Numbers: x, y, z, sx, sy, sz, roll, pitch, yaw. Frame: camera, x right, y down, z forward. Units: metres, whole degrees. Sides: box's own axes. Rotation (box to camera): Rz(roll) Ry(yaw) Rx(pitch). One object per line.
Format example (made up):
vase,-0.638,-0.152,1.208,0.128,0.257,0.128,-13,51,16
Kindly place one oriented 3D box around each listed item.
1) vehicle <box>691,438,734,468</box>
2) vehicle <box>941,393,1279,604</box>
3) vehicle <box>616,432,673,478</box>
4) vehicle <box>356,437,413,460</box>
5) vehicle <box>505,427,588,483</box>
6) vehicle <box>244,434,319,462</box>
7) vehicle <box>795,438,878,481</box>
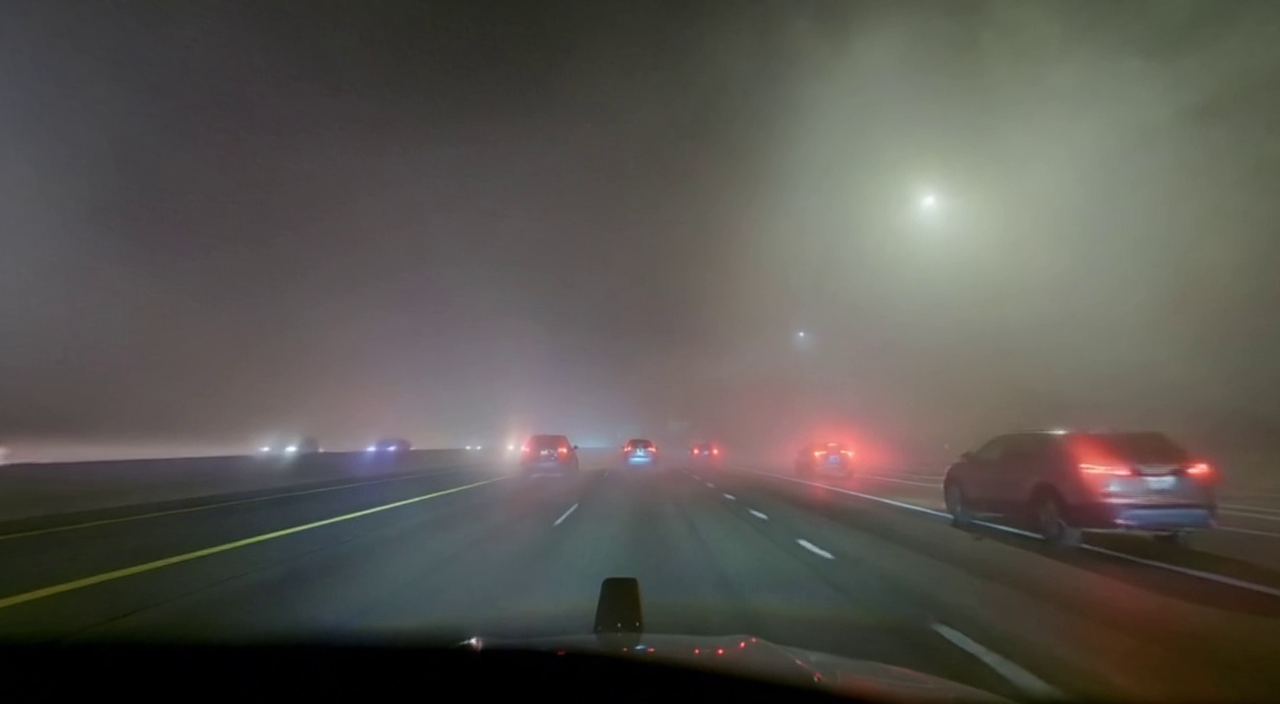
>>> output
vehicle,4.312,6.119,38.133,2.022,1.682,4.226,1,-9,-1
vehicle,5.675,1.520,7.421,2.041,1.669,4.712,0,-9,2
vehicle,0.188,4.228,26.134,2.181,1.728,3.970,0,-9,0
vehicle,-18.039,6.844,44.734,1.992,1.524,4.843,0,-9,1
vehicle,-3.219,3.678,22.782,2.199,1.777,4.790,0,-9,1
vehicle,-22.033,5.940,38.940,1.907,1.592,4.469,0,-9,1
vehicle,7.751,4.274,25.242,1.989,1.569,3.964,1,-9,-1
